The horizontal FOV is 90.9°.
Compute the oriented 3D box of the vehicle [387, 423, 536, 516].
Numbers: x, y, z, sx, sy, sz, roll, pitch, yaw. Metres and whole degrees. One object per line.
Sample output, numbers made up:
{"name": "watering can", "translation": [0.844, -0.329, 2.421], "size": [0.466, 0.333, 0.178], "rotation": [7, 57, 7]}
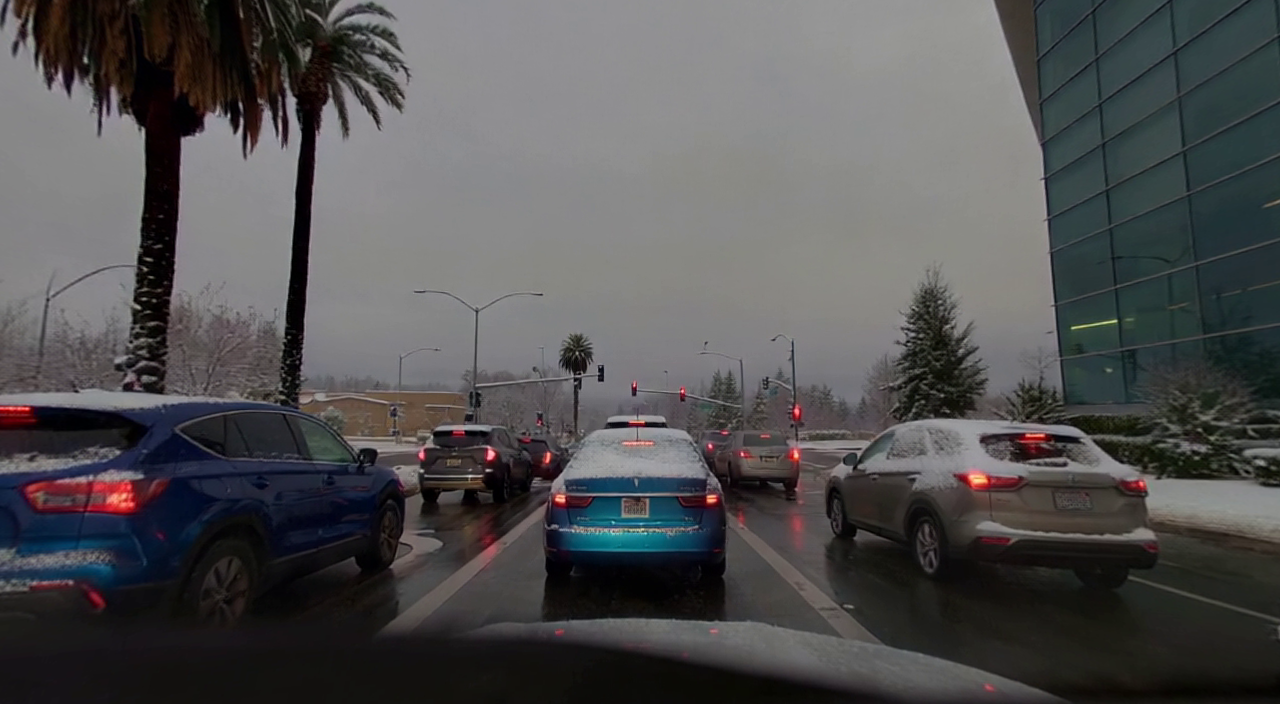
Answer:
{"name": "vehicle", "translation": [-3.465, 2.353, 13.073], "size": [1.917, 1.631, 3.768], "rotation": [0, -8, 1]}

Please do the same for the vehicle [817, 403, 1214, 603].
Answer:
{"name": "vehicle", "translation": [3.842, 1.620, 7.675], "size": [2.064, 1.696, 4.431], "rotation": [0, -8, 0]}

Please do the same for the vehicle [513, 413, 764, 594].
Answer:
{"name": "vehicle", "translation": [-0.053, 1.660, 7.808], "size": [2.219, 1.586, 4.321], "rotation": [0, -8, -1]}

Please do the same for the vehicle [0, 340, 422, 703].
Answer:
{"name": "vehicle", "translation": [-3.536, 1.141, 5.099], "size": [2.014, 1.775, 4.404], "rotation": [0, -8, -1]}

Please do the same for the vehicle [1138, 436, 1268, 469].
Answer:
{"name": "vehicle", "translation": [25.466, 4.548, 28.637], "size": [4.014, 1.417, 1.777], "rotation": [-1, -8, 5]}
